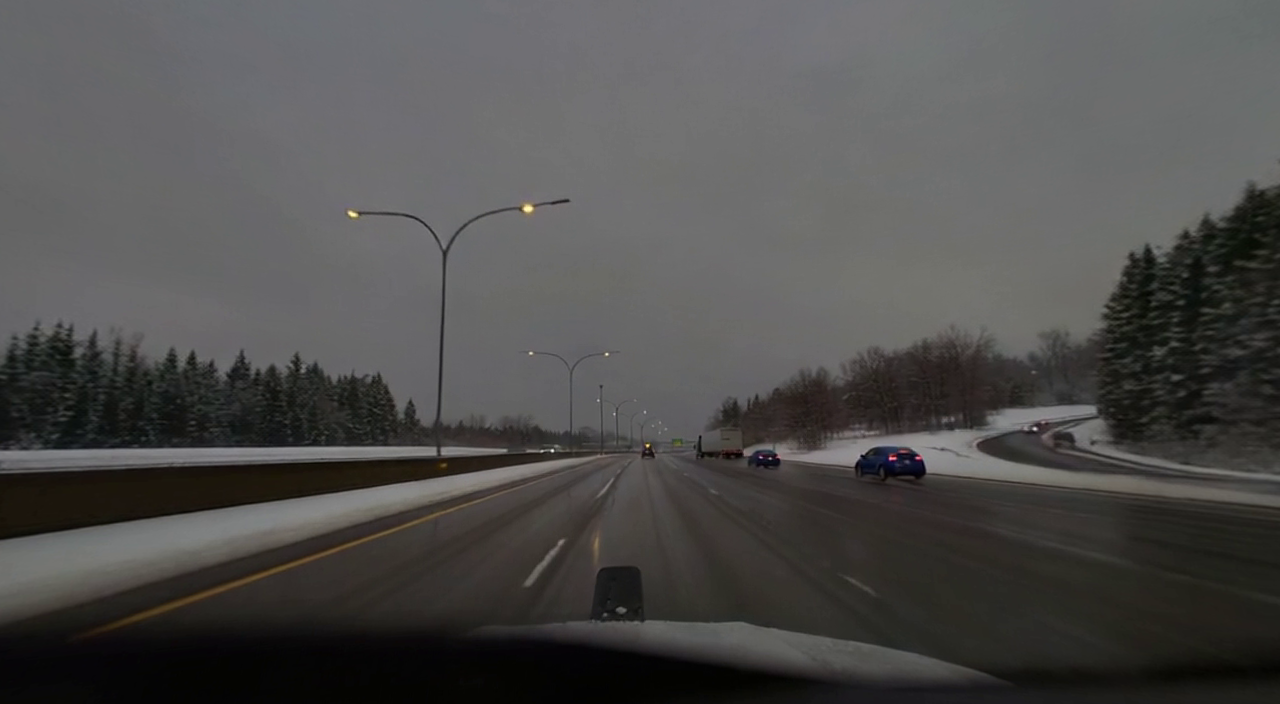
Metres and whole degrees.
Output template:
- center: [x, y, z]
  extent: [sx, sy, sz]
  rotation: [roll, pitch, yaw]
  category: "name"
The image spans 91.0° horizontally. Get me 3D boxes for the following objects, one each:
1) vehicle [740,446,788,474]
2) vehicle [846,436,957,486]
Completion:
- center: [7.528, 6.611, 38.722]
  extent: [2.053, 1.553, 4.463]
  rotation: [0, -9, 0]
  category: "vehicle"
- center: [11.148, 4.689, 27.457]
  extent: [2.387, 1.936, 5.646]
  rotation: [0, -9, 0]
  category: "vehicle"
